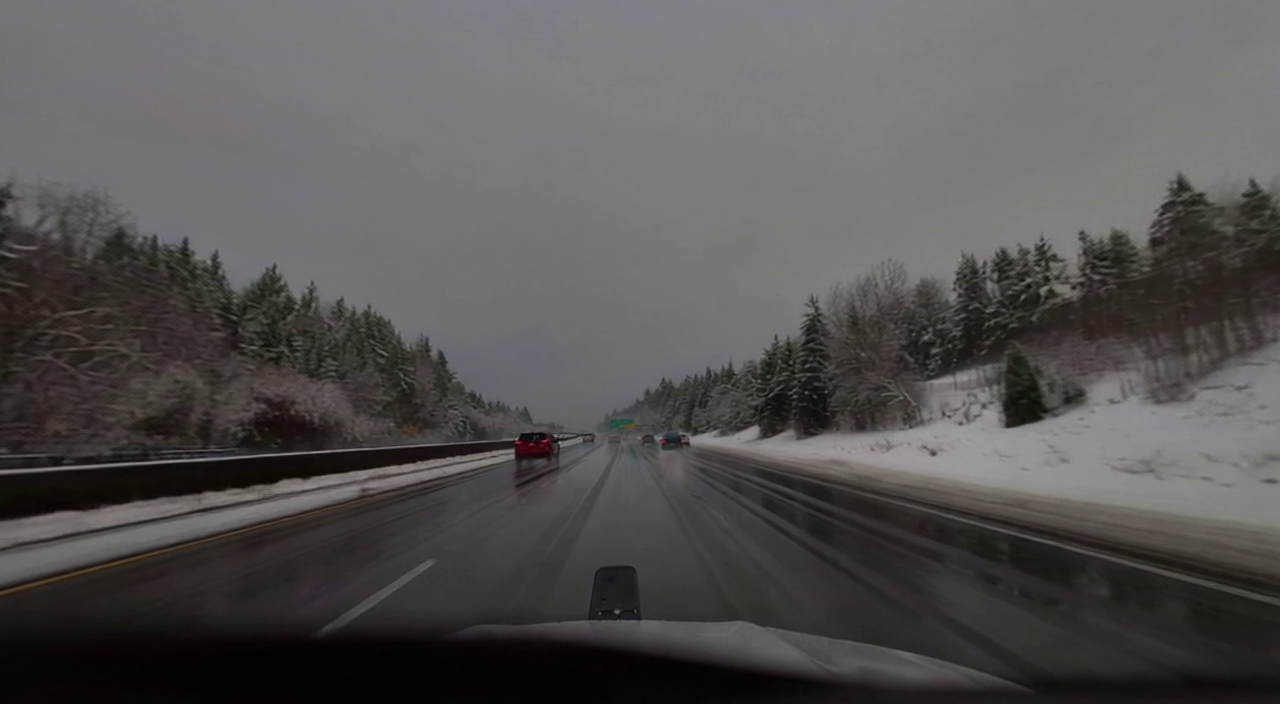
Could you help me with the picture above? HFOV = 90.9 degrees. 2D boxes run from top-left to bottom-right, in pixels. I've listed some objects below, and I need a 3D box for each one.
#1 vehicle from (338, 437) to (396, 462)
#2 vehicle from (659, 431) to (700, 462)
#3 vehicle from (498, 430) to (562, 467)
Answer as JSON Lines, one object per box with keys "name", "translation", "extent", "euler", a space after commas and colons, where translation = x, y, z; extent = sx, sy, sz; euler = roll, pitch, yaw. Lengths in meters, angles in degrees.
{"name": "vehicle", "translation": [-16.973, 6.074, 39.389], "extent": [1.790, 1.453, 4.155], "euler": [0, -8, -1]}
{"name": "vehicle", "translation": [1.942, 4.751, 31.898], "extent": [1.869, 1.466, 3.356], "euler": [0, -7, 0]}
{"name": "vehicle", "translation": [-4.770, 4.238, 28.060], "extent": [2.023, 1.512, 4.804], "euler": [0, -7, 0]}
